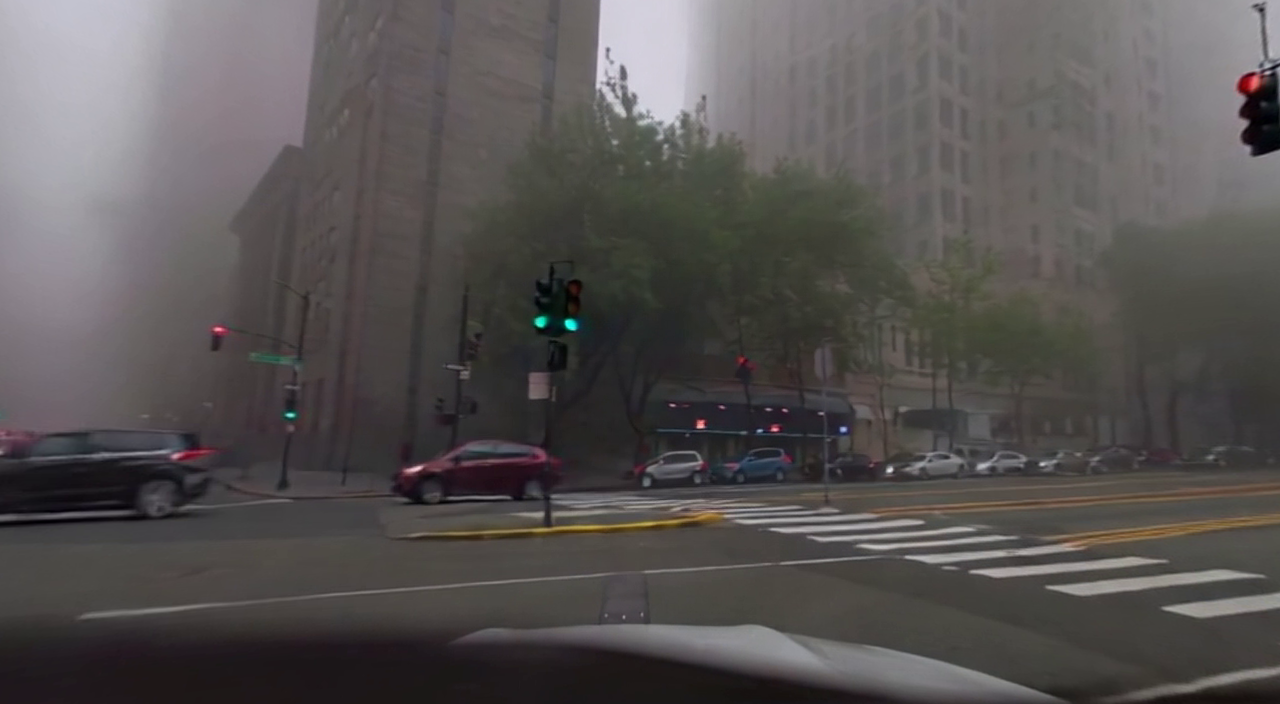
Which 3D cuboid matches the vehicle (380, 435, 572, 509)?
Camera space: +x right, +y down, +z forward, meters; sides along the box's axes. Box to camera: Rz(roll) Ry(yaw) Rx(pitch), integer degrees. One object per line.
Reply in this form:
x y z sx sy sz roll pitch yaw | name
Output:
-4.058 2.936 15.814 4.291 1.606 1.859 5 -10 -28 | vehicle

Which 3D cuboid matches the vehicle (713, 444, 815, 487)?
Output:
5.830 5.277 29.669 4.289 1.875 1.963 4 -10 -23 | vehicle

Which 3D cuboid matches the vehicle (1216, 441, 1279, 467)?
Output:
43.237 7.263 44.619 4.298 1.490 1.772 8 -13 -21 | vehicle

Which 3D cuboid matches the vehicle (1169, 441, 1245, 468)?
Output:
38.430 6.927 42.732 4.574 1.700 1.911 4 -10 -23 | vehicle

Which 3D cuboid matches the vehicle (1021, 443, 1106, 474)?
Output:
25.154 6.298 37.440 4.502 1.696 1.884 4 -10 -22 | vehicle

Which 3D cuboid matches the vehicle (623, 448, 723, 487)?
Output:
1.449 5.083 27.938 4.035 1.586 1.738 4 -10 -23 | vehicle

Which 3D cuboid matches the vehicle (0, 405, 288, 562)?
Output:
-7.217 1.529 7.614 1.926 1.624 4.749 -5 -10 30 | vehicle

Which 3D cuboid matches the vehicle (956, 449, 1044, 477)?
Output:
20.185 6.186 35.363 4.494 1.481 1.783 4 -10 -22 | vehicle

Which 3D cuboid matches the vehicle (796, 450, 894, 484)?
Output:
10.164 5.667 31.289 4.418 1.556 1.814 4 -10 -22 | vehicle

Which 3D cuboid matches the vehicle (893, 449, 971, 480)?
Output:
15.627 5.973 33.762 3.522 1.546 1.721 4 -10 -22 | vehicle
